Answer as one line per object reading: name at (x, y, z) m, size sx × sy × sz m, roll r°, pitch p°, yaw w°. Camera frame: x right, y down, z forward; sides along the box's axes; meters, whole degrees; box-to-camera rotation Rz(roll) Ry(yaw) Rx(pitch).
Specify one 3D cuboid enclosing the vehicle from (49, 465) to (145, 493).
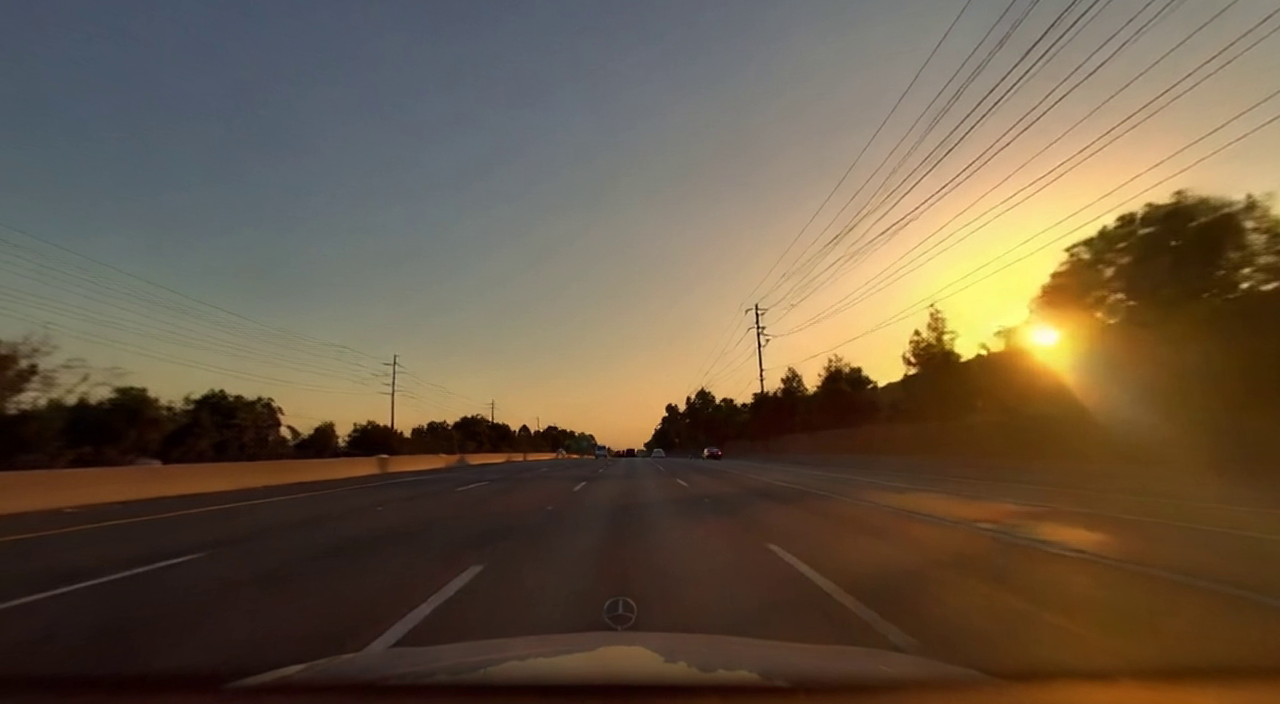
vehicle at (-32.815, 7.661, 38.355) m, size 1.889 × 1.485 × 4.477 m, roll 0°, pitch -8°, yaw -1°
